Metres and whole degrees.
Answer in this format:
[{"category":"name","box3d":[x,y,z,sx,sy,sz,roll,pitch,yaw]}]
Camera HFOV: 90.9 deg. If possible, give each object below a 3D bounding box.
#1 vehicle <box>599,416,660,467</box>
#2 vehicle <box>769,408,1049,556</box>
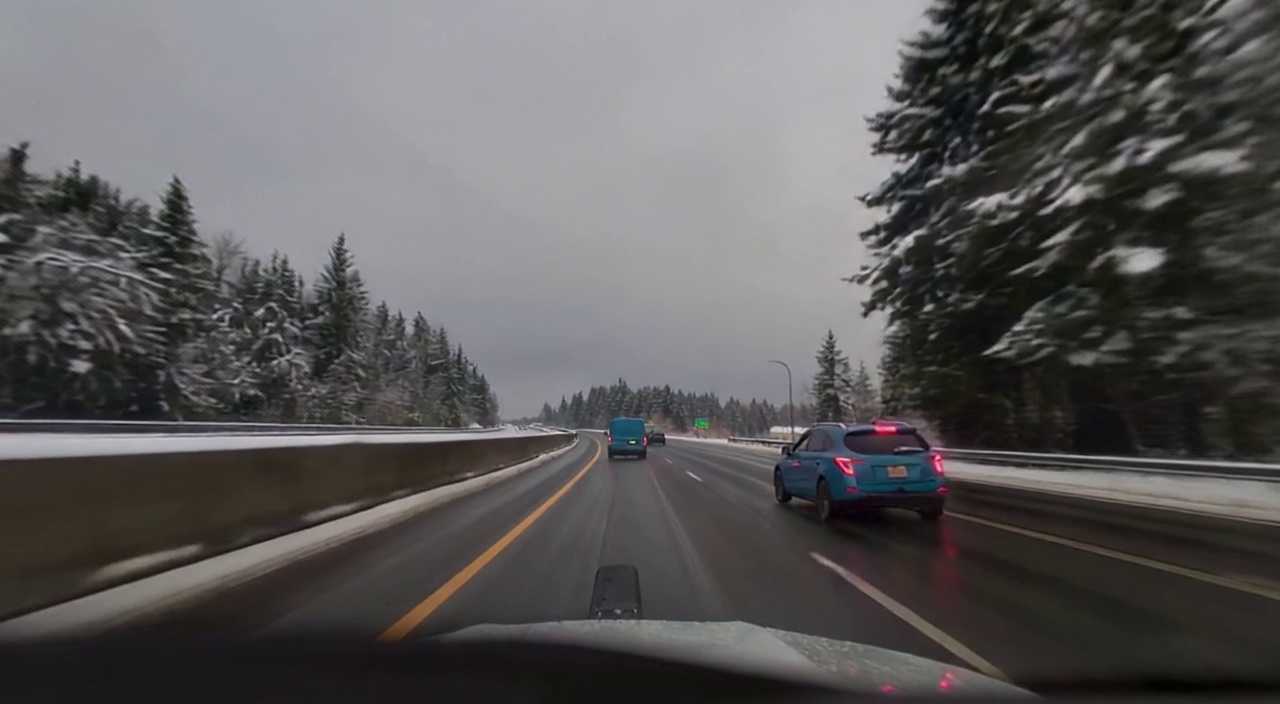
[{"category":"vehicle","box3d":[-0.483,3.865,27.252,2.403,1.994,4.683,0,-8,-2]},{"category":"vehicle","box3d":[3.367,1.693,8.967,2.078,1.600,4.012,0,-8,-2]}]
